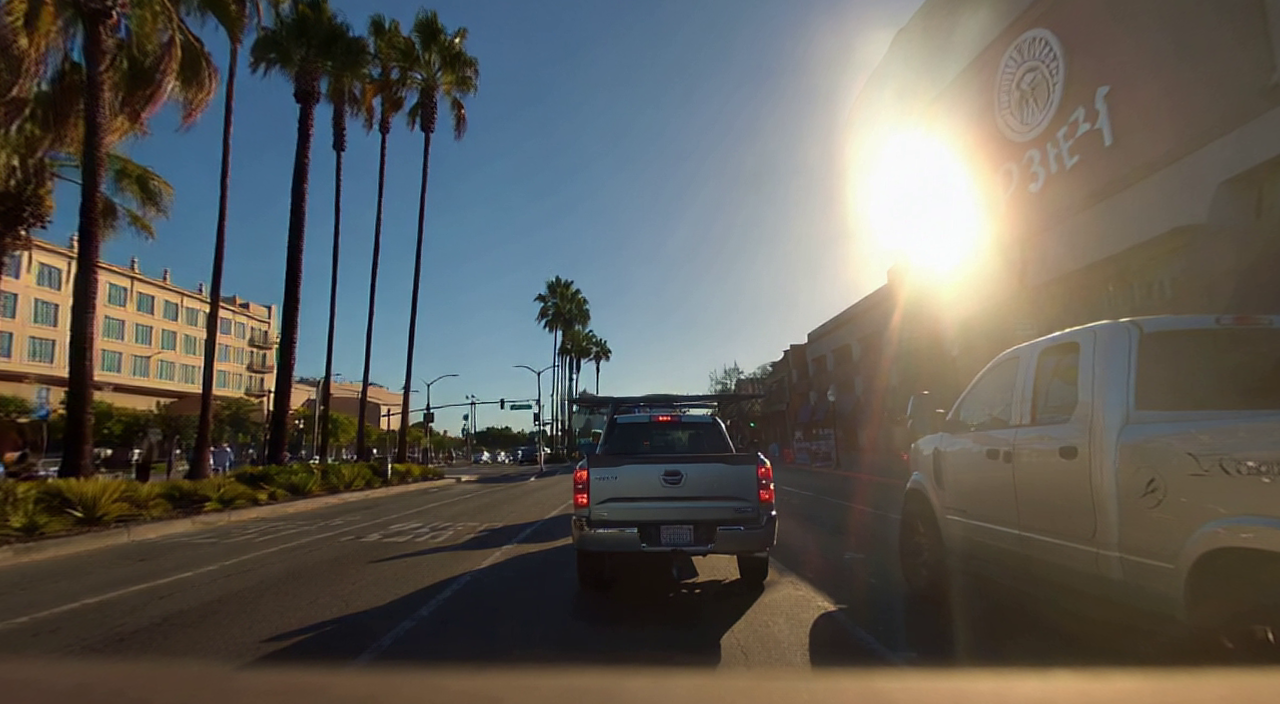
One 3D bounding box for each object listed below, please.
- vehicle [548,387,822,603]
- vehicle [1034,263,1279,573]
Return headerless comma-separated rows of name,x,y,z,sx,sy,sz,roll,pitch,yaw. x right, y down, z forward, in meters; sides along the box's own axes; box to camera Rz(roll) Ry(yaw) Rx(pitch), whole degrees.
vehicle,0.419,1.607,8.076,2.311,1.819,5.255,0,-8,1
vehicle,7.850,0.909,8.566,2.666,3.345,3.622,-1,-9,6
